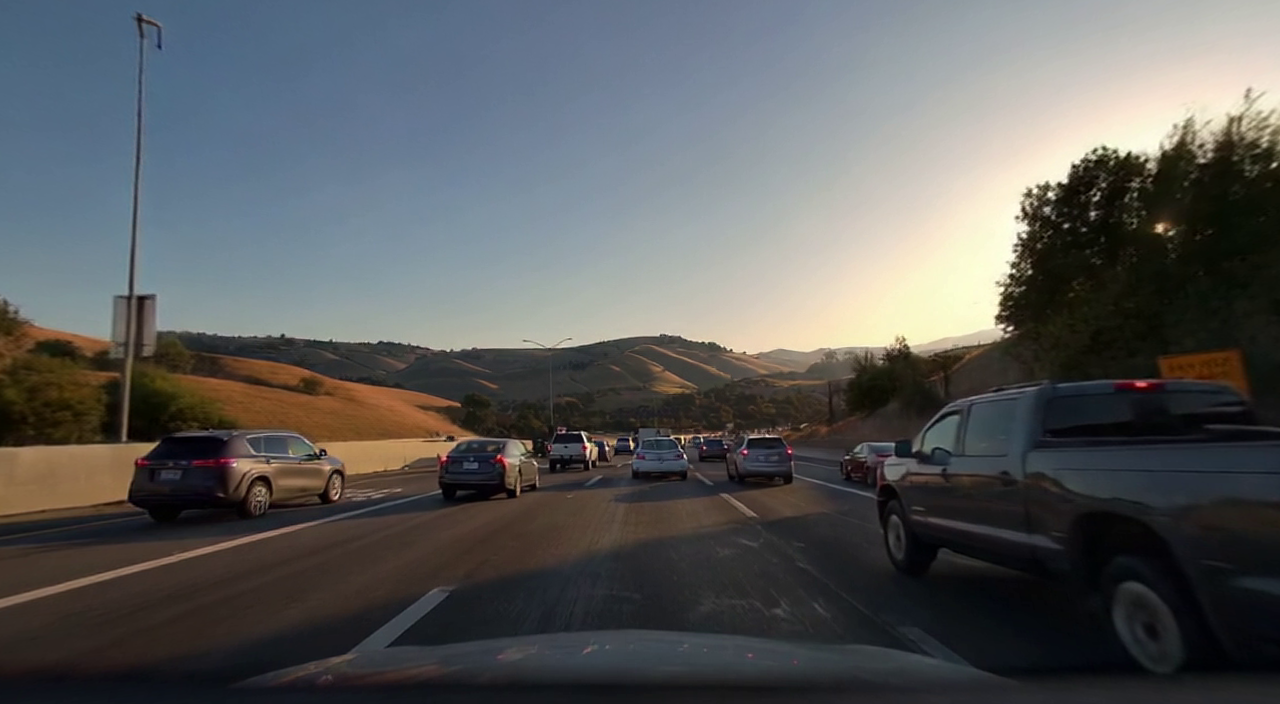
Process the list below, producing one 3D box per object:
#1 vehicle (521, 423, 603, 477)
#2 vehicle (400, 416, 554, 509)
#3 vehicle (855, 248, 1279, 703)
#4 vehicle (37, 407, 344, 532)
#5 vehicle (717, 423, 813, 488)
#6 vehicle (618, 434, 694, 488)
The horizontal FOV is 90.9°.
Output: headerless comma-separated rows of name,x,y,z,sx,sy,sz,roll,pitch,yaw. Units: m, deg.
vehicle,-2.956,3.898,25.213,2.301,1.902,5.374,0,-8,3
vehicle,-3.383,2.404,14.138,2.179,1.723,4.410,0,-8,1
vehicle,3.480,0.891,4.285,2.266,1.929,5.194,0,-8,1
vehicle,-7.690,2.056,11.628,2.017,1.810,4.782,0,-8,1
vehicle,3.726,3.183,19.718,2.046,1.765,4.534,0,-8,0
vehicle,0.488,3.311,19.580,2.105,1.471,4.349,0,-8,1
